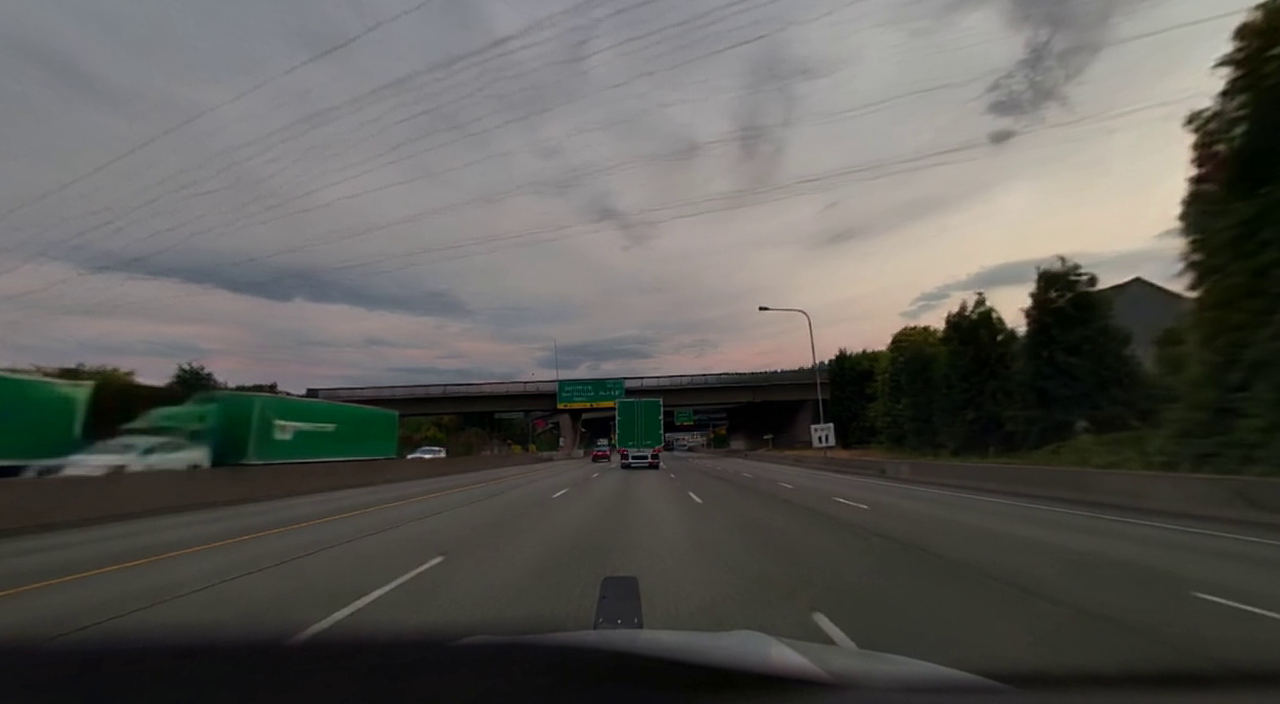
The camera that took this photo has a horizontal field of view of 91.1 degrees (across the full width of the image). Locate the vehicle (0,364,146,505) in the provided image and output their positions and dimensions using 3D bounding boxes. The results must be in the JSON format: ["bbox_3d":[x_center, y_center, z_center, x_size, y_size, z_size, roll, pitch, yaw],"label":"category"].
[{"bbox_3d":[-20.119,2.178,16.795,2.775,4.063,13.544,-1,-9,0],"label":"vehicle"}]

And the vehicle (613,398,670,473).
[{"bbox_3d":[-0.008,5.448,40.285,3.025,4.002,12.709,0,-9,-1],"label":"vehicle"}]

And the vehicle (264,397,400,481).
[{"bbox_3d":[-15.886,4.678,33.360,2.816,3.829,8.260,-1,-9,1],"label":"vehicle"}]

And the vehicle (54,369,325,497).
[{"bbox_3d":[-15.942,3.182,23.795,2.809,3.787,9.920,0,-9,0],"label":"vehicle"}]
